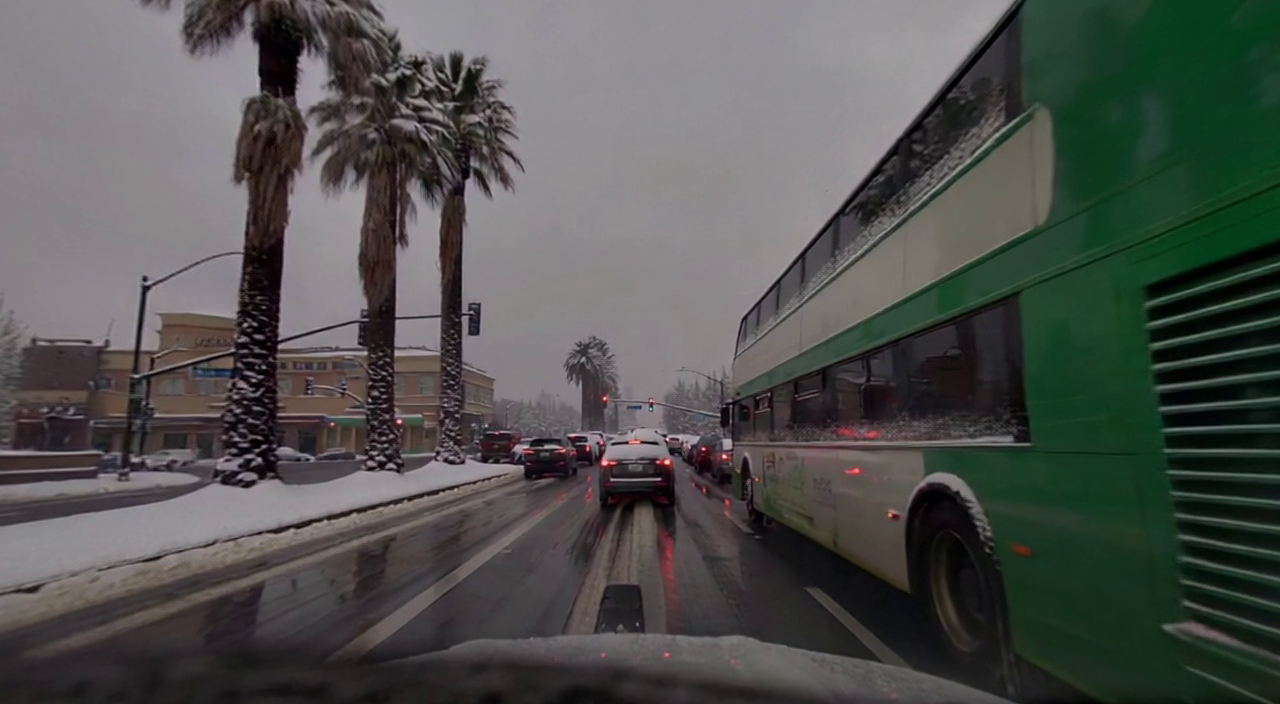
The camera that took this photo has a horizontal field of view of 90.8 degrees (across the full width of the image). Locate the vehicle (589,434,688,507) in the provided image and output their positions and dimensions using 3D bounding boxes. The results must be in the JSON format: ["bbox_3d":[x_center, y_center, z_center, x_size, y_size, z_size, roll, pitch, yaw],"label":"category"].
[{"bbox_3d":[-0.021,2.762,15.111,2.060,1.499,3.831,0,-9,0],"label":"vehicle"}]

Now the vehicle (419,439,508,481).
[{"bbox_3d":[-6.799,4.209,24.907,1.927,1.480,4.832,-1,-9,2],"label":"vehicle"}]

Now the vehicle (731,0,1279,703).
[{"bbox_3d":[3.579,0.395,7.820,2.970,4.015,13.606,0,-9,0],"label":"vehicle"}]

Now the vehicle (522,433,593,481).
[{"bbox_3d":[-3.146,4.110,25.004,2.020,1.721,4.366,-1,-9,2],"label":"vehicle"}]
